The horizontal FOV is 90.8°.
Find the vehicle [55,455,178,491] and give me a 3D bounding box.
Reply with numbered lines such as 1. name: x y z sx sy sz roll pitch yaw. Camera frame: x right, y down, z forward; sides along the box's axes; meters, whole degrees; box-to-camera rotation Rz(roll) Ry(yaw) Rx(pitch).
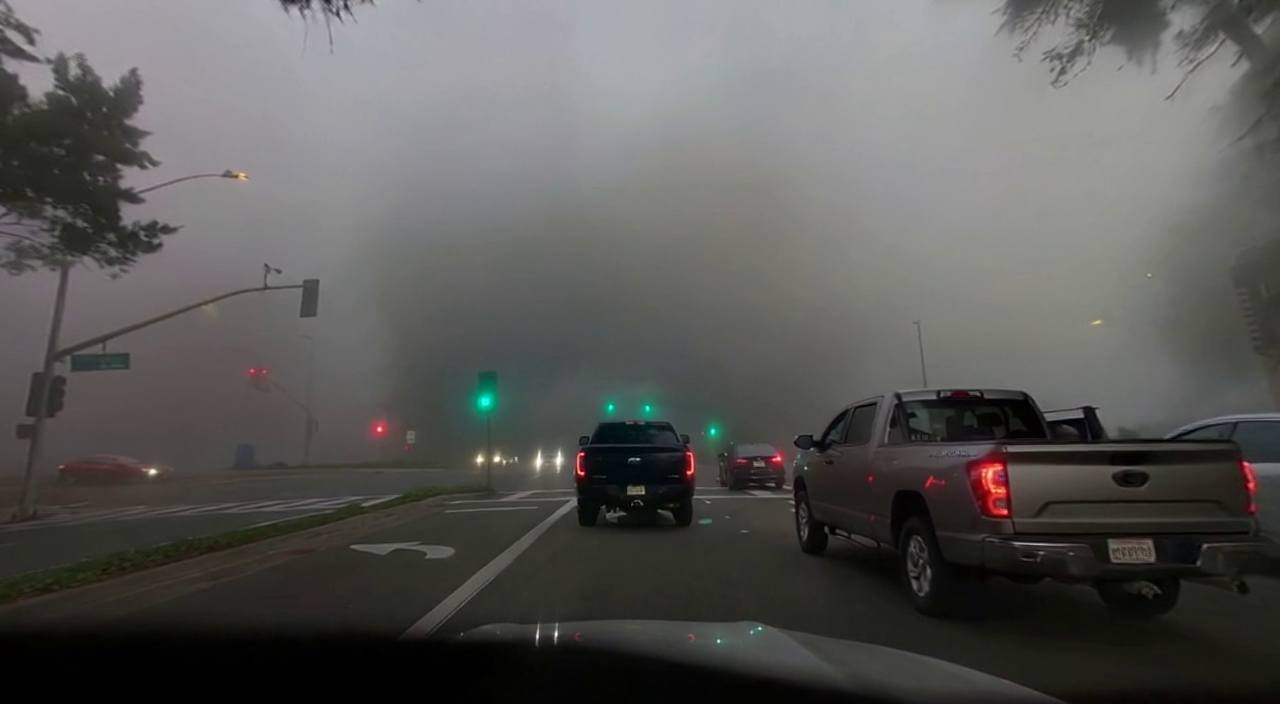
1. vehicle: -26.586 6.123 32.304 4.437 1.669 1.936 5 -10 -30

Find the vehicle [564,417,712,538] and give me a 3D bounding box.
1. vehicle: -0.094 2.285 12.162 2.240 1.821 5.001 0 -9 -2

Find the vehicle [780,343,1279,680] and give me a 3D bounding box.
1. vehicle: 3.315 1.331 6.561 2.412 1.953 5.682 0 -9 0

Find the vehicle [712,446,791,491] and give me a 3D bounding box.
1. vehicle: 3.935 4.163 23.052 1.995 1.456 4.372 0 -9 -1
